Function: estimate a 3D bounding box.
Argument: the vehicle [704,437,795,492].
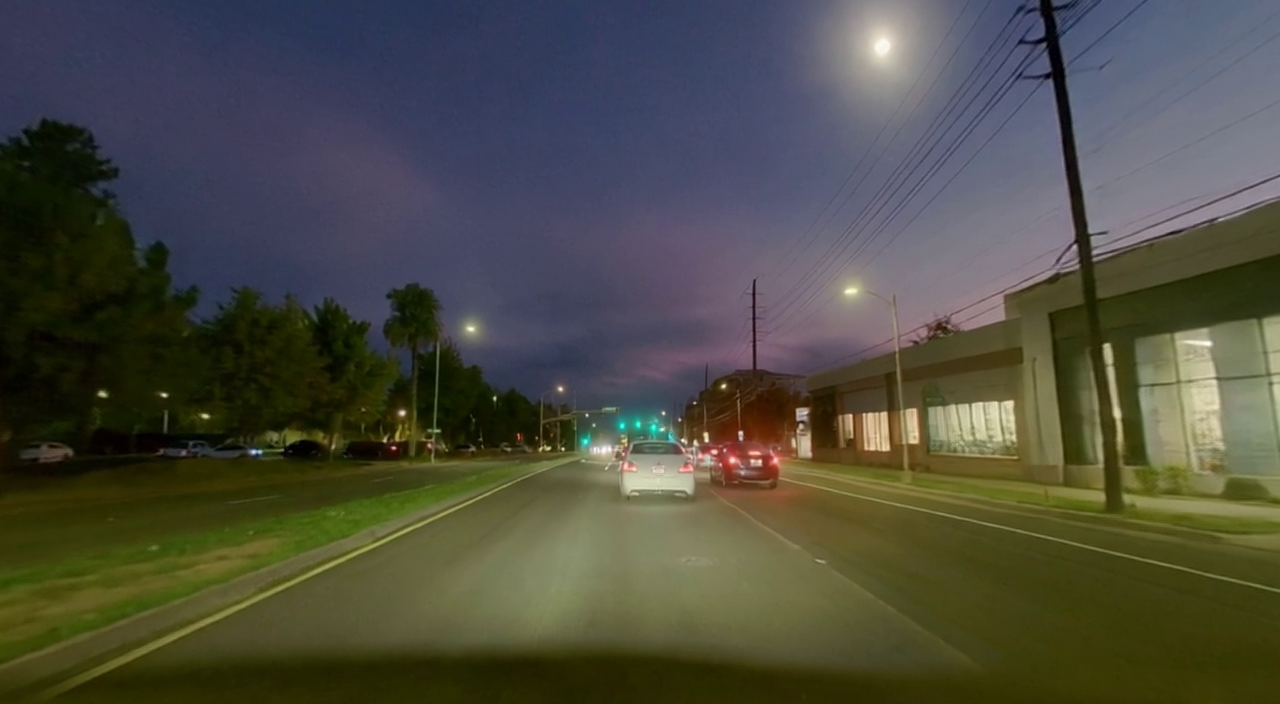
[{"bbox_3d":[3.172,3.346,19.158,1.985,1.489,4.036,0,-8,-1],"label":"vehicle"}]

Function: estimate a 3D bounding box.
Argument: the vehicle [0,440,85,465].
[{"bbox_3d":[-38.699,6.383,40.117,1.804,1.478,4.485,-4,-8,26],"label":"vehicle"}]

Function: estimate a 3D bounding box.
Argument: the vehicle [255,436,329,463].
[{"bbox_3d":[-26.038,7.295,47.223,4.687,1.894,2.149,4,-9,-28],"label":"vehicle"}]

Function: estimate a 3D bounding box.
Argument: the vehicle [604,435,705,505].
[{"bbox_3d":[0.231,2.800,15.433,2.144,1.473,4.028,0,-8,-2],"label":"vehicle"}]
